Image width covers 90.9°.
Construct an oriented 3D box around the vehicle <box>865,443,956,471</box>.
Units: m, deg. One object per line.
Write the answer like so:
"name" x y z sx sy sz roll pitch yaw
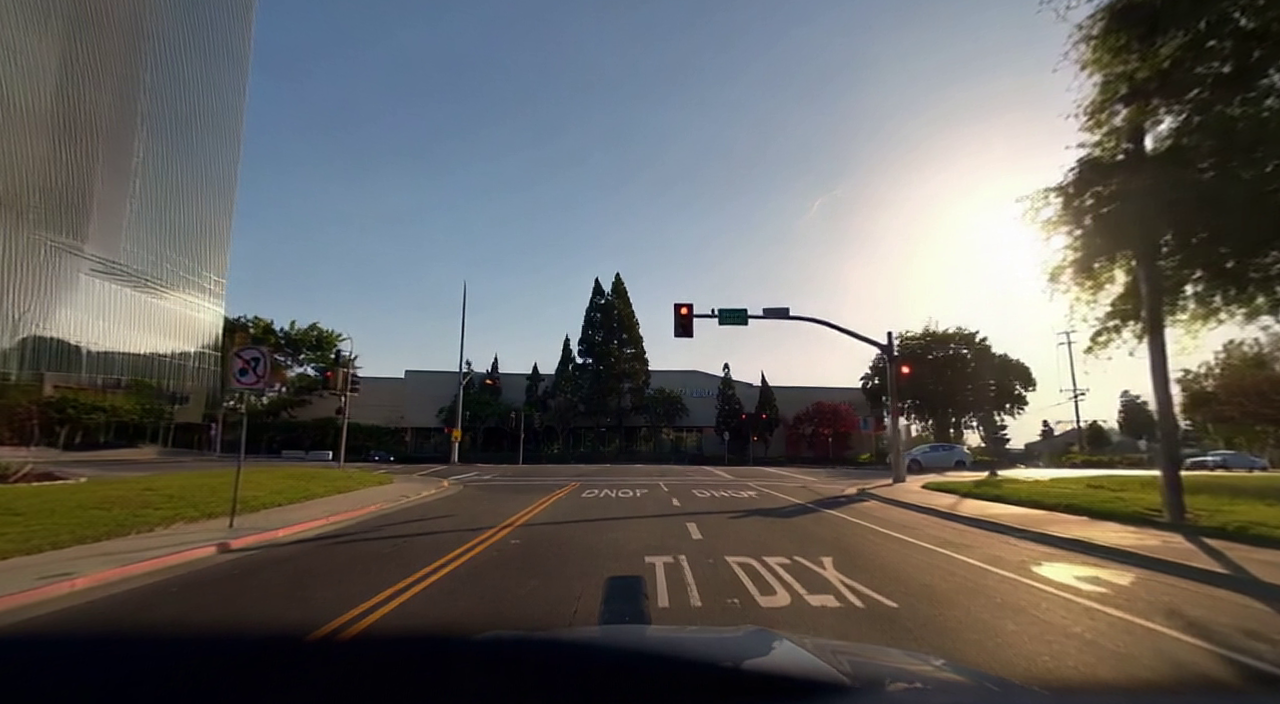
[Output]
"vehicle" 16.853 6.533 39.476 4.715 1.671 2.030 0 -8 0
